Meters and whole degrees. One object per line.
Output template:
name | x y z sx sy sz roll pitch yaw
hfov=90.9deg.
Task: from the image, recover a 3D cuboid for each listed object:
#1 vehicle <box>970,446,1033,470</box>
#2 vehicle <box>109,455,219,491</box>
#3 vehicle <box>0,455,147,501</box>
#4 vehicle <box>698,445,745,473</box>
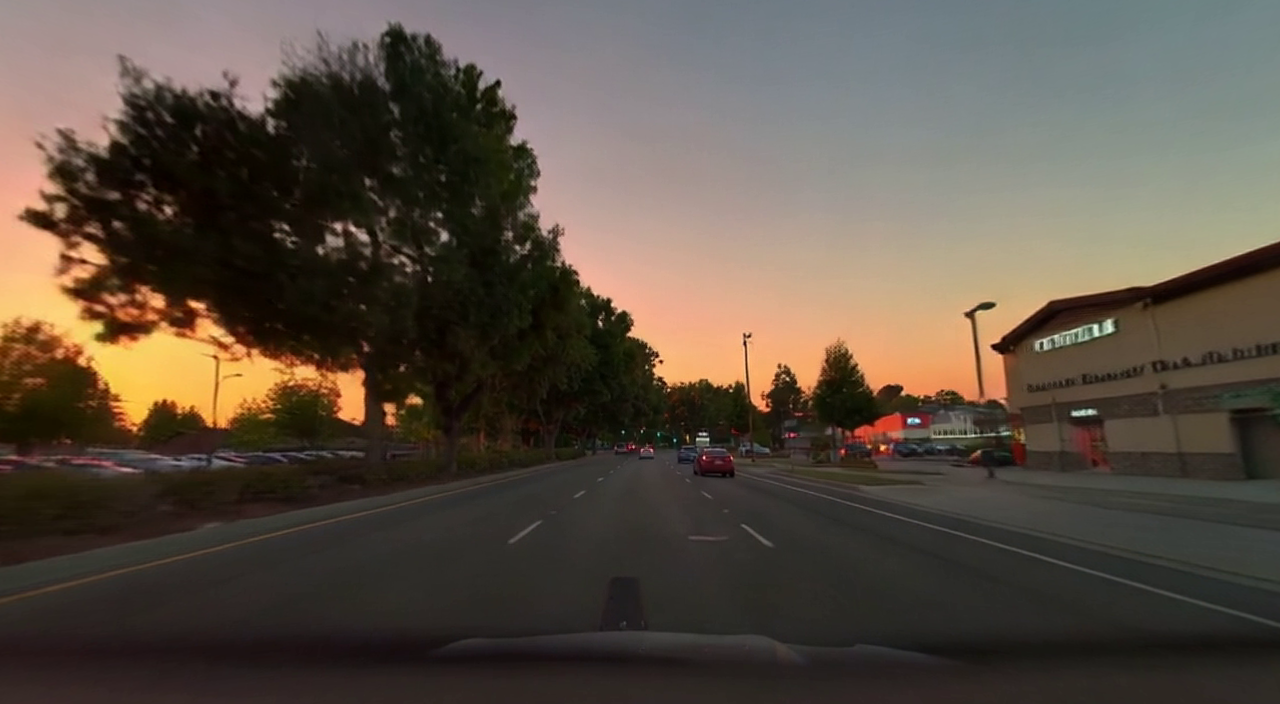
vehicle | 26.600 7.807 46.565 1.959 1.646 4.226 1 -8 -4
vehicle | -22.707 5.764 30.325 1.841 1.510 4.389 0 -8 0
vehicle | -22.695 5.005 25.462 1.674 1.483 4.741 -4 -8 1
vehicle | 4.455 5.934 35.150 1.916 1.459 4.335 0 -8 -1
